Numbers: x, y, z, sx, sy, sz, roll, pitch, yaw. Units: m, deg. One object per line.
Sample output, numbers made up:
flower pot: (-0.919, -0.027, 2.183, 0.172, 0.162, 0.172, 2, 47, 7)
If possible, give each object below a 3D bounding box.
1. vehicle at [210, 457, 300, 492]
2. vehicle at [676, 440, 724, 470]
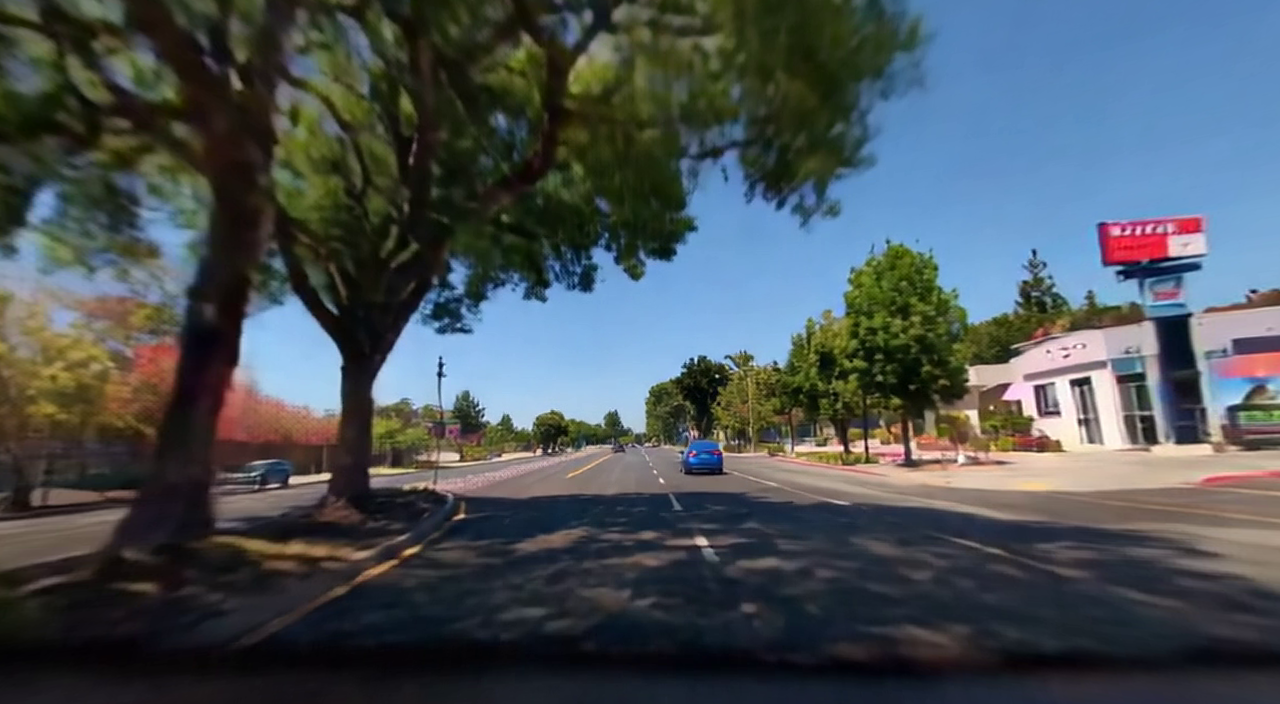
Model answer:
vehicle: (-19.846, 6.314, 32.822, 1.949, 1.610, 4.279, 0, -8, 0)
vehicle: (2.971, 5.225, 32.177, 1.929, 1.411, 4.284, 0, -8, -1)
